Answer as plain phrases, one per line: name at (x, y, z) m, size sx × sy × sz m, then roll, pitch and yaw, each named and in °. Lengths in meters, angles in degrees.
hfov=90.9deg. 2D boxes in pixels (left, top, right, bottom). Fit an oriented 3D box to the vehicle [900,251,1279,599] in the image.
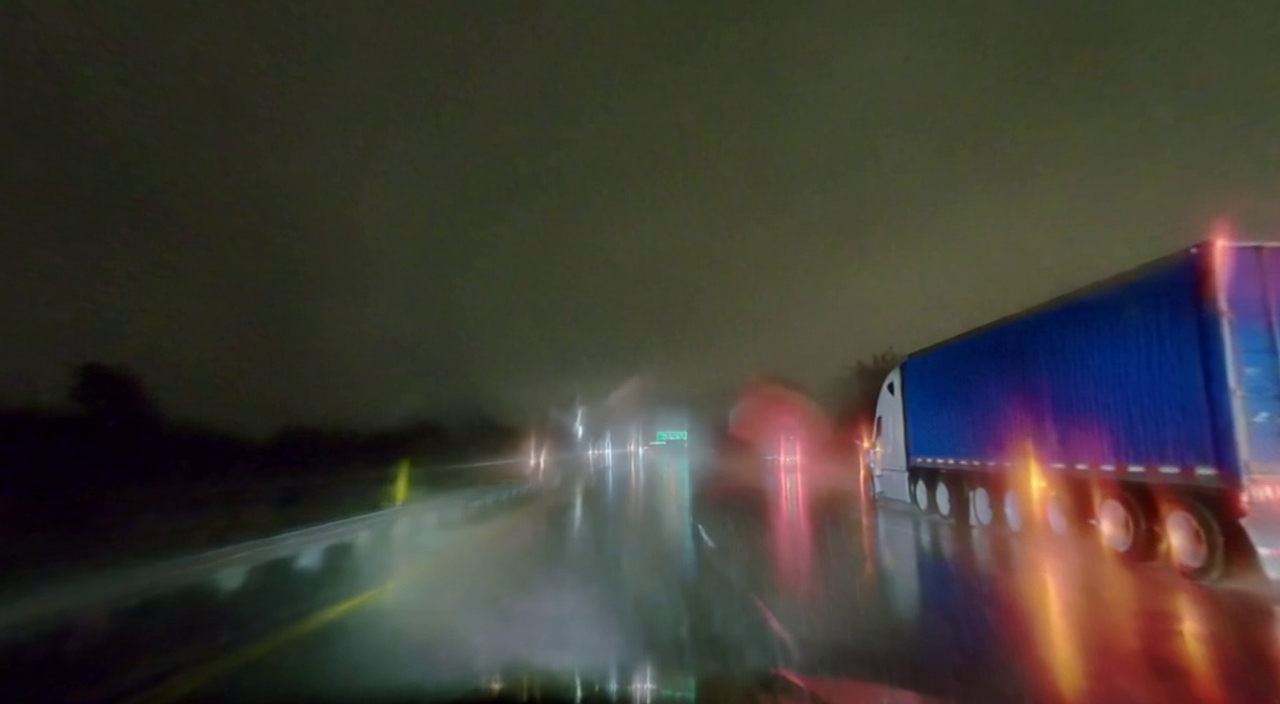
vehicle at (6.923, 1.191, 9.537) m, size 2.690 × 3.197 × 7.515 m, roll 0°, pitch -9°, yaw 0°
